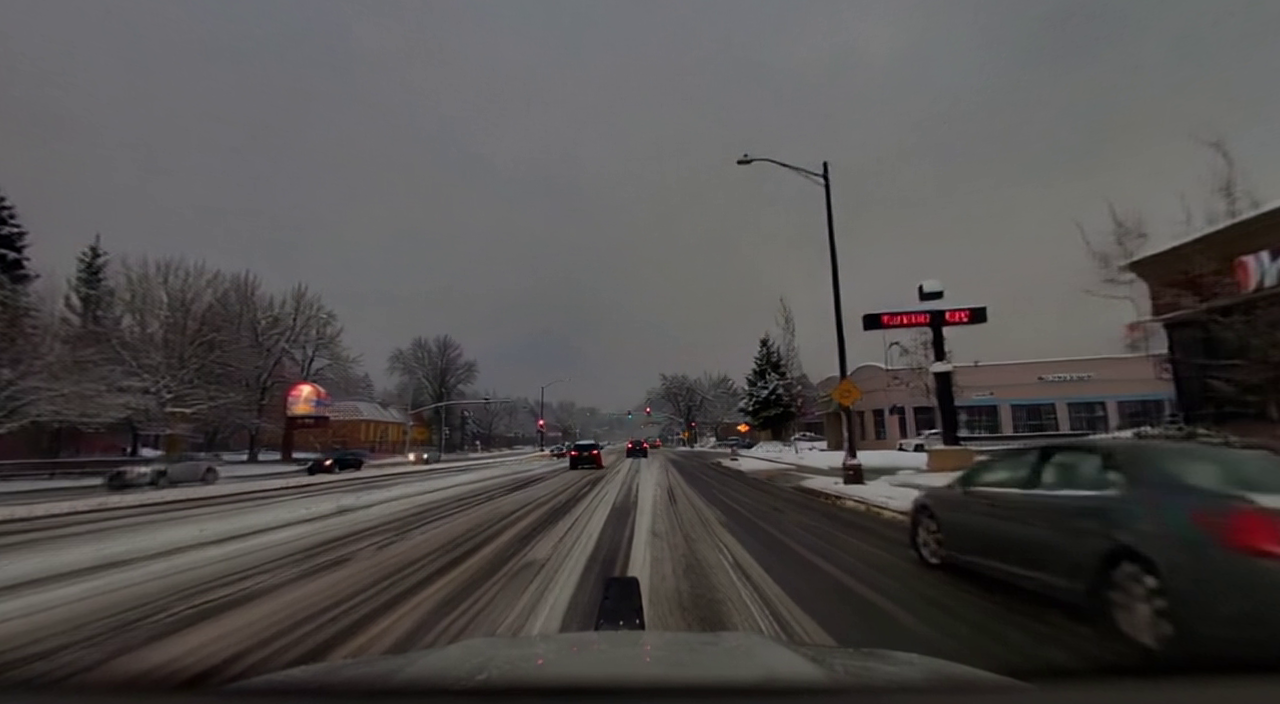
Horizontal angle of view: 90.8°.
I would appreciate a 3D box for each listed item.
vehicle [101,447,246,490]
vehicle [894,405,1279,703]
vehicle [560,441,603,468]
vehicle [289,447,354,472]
[{"bbox_3d":[-18.270,4.555,25.101,2.151,1.495,4.703,0,-9,0],"label":"vehicle"},{"bbox_3d":[4.006,1.287,4.875,2.085,1.479,4.633,0,-9,-1],"label":"vehicle"},{"bbox_3d":[-3.429,6.130,37.845,2.179,1.490,4.742,0,-9,0],"label":"vehicle"},{"bbox_3d":[-20.548,6.953,40.963,1.818,1.488,4.344,-1,-9,3],"label":"vehicle"}]
